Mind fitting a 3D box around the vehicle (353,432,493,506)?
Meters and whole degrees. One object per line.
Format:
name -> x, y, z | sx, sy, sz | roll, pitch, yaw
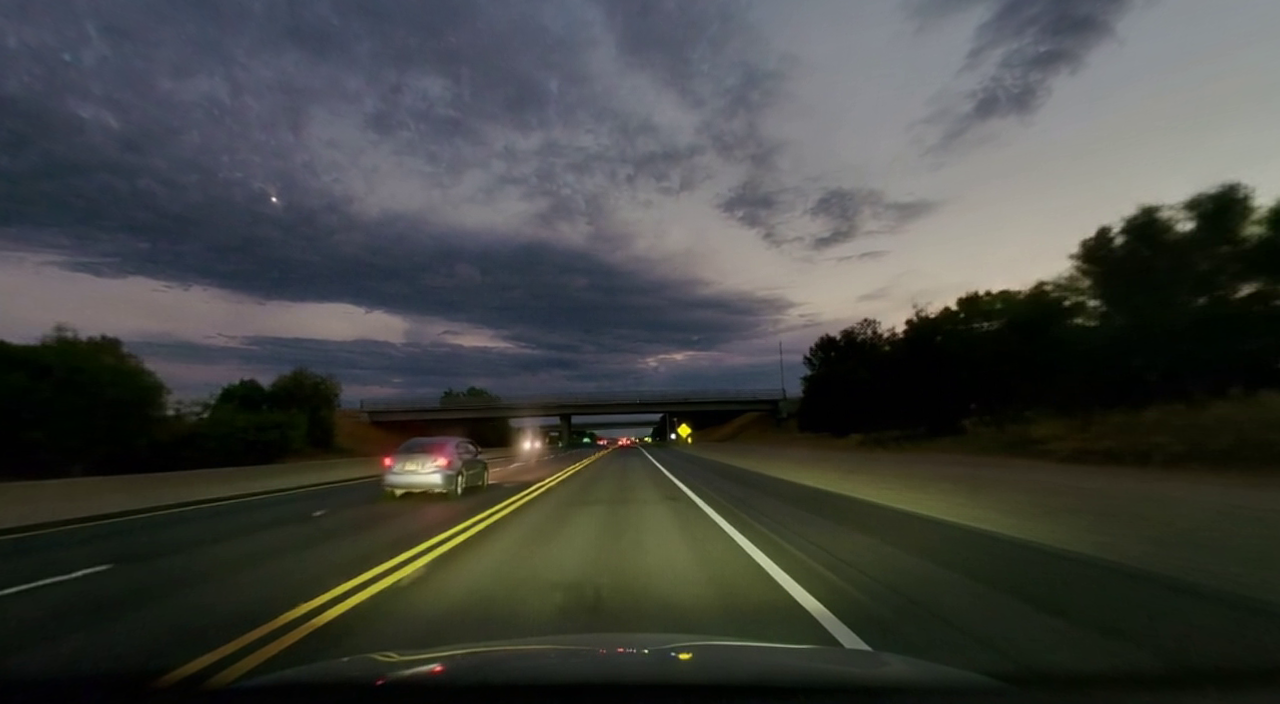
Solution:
vehicle -> -4.917, 2.658, 14.892 | 1.965, 1.513, 3.774 | 0, -8, 0
